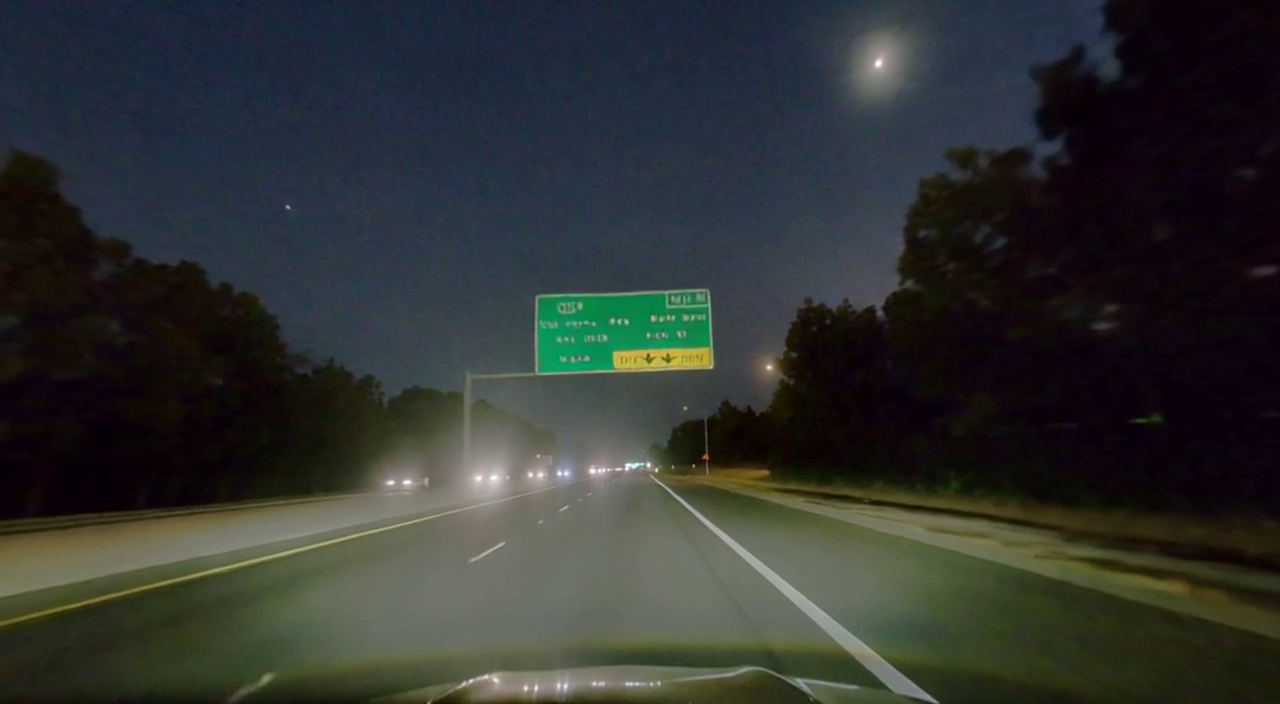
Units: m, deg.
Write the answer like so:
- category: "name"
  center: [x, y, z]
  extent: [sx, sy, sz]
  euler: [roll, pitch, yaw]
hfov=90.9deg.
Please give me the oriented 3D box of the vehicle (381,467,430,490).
- category: "vehicle"
  center: [-16.887, 9.144, 45.557]
  extent: [1.867, 1.516, 4.304]
  euler: [0, -11, 1]
